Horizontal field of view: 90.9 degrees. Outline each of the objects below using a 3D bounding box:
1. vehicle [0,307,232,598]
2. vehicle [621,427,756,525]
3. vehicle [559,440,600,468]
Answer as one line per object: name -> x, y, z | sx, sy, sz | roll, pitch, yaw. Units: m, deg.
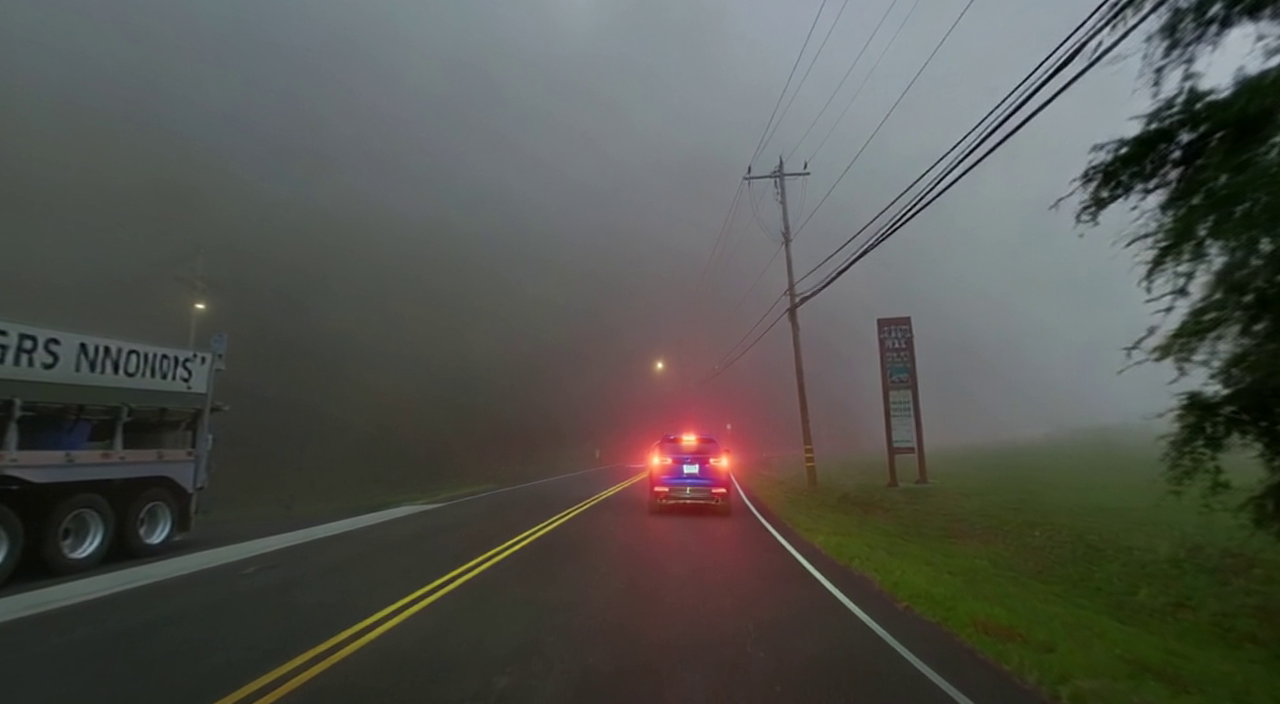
vehicle -> -8.547, 1.172, 6.188 | 3.395, 3.071, 7.634 | -7, -6, 6
vehicle -> 0.787, 2.207, 11.730 | 2.081, 1.503, 3.726 | 0, -8, 1
vehicle -> -4.824, 7.991, 49.629 | 2.668, 1.981, 5.575 | 2, -9, -11
